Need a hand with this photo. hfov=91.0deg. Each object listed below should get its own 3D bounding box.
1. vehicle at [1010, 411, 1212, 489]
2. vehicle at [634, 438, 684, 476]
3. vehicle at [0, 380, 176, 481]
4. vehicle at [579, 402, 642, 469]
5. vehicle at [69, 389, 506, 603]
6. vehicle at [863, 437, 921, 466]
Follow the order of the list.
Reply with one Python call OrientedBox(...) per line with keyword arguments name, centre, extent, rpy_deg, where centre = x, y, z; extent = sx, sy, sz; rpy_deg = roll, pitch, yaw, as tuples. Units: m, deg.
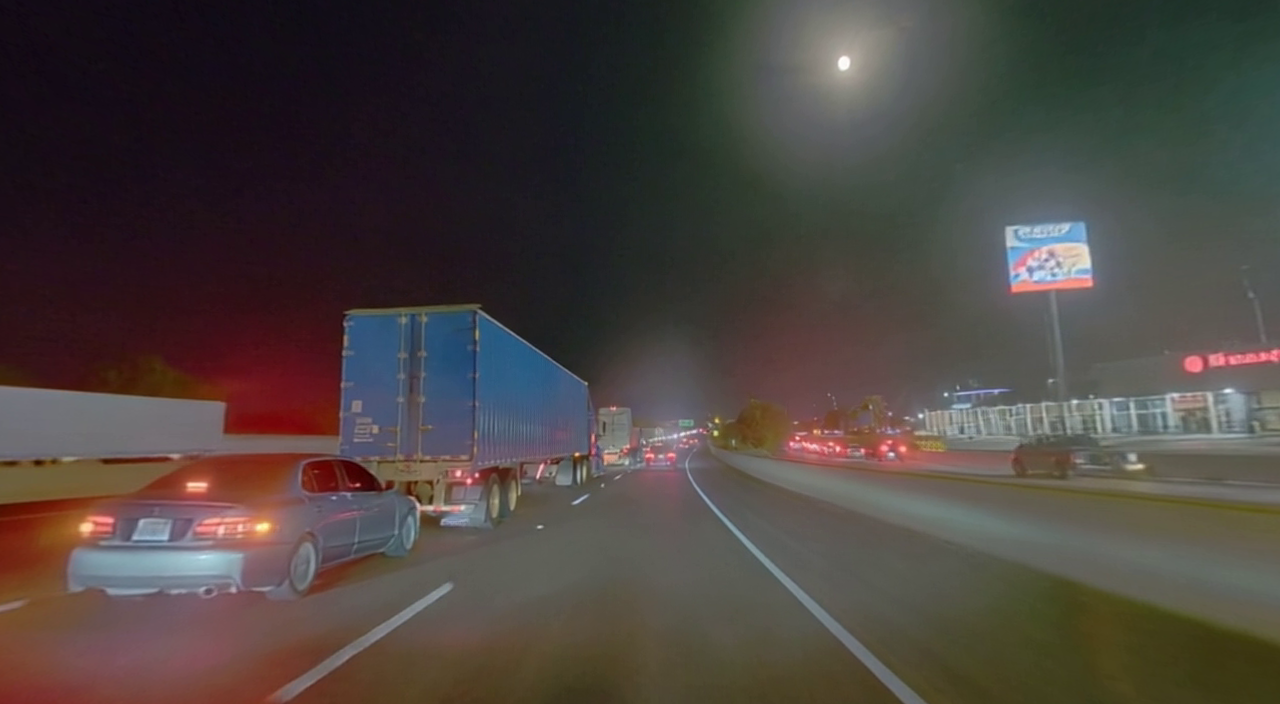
OrientedBox(name="vehicle", centre=(14.392, 3.072, 19.880), extent=(2.186, 2.074, 5.586), rpy_deg=(-1, -9, 2))
OrientedBox(name="vehicle", centre=(0.922, 4.886, 29.514), extent=(2.178, 1.640, 4.071), rpy_deg=(-1, -9, 3))
OrientedBox(name="vehicle", centre=(-26.274, 3.190, 25.339), extent=(2.898, 3.867, 15.220), rpy_deg=(-1, -9, 4))
OrientedBox(name="vehicle", centre=(-1.746, 5.606, 41.892), extent=(3.073, 3.894, 9.782), rpy_deg=(-1, -9, 4))
OrientedBox(name="vehicle", centre=(-3.345, 1.457, 7.105), extent=(2.896, 1.779, 3.441), rpy_deg=(0, -8, 0))
OrientedBox(name="vehicle", centre=(15.373, 6.089, 38.696), extent=(2.022, 1.675, 4.792), rpy_deg=(-1, -9, 5))
